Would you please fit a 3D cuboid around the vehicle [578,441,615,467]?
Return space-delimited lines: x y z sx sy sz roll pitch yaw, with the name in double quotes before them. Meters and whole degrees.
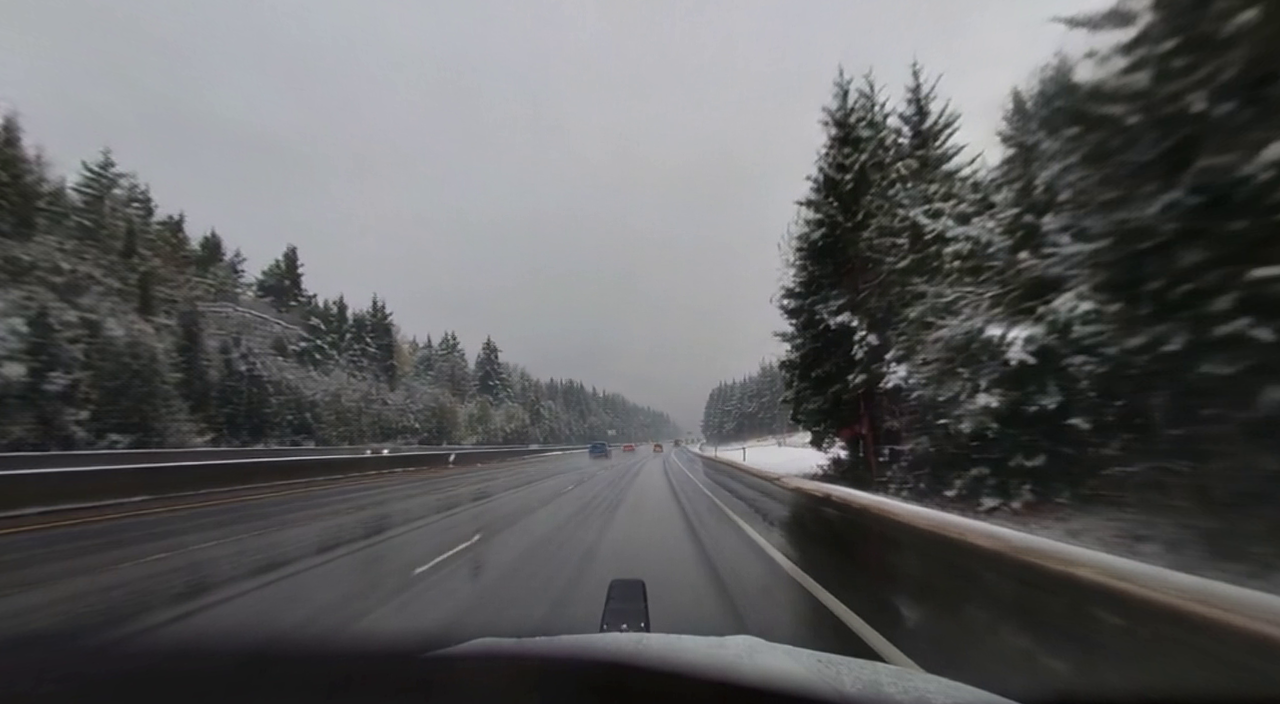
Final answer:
"vehicle" -2.701 6.492 40.157 2.015 1.561 4.469 0 -8 0
